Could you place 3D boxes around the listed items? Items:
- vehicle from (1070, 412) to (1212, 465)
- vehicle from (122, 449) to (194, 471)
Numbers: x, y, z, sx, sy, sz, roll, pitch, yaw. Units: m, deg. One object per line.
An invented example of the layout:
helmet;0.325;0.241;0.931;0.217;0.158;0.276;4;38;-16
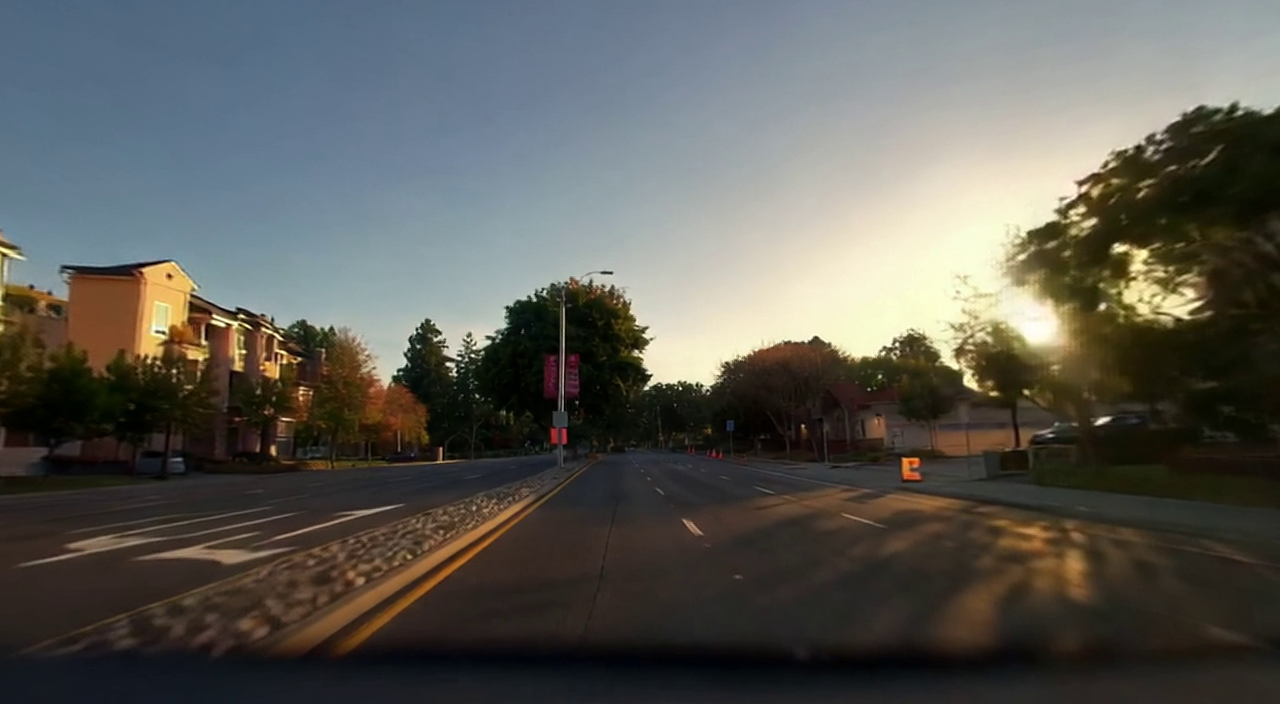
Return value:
vehicle;31.234;5.490;39.852;2.905;3.046;6.805;1;-9;-4
vehicle;-33.755;7.543;44.280;3.732;1.453;1.721;-1;-9;4
